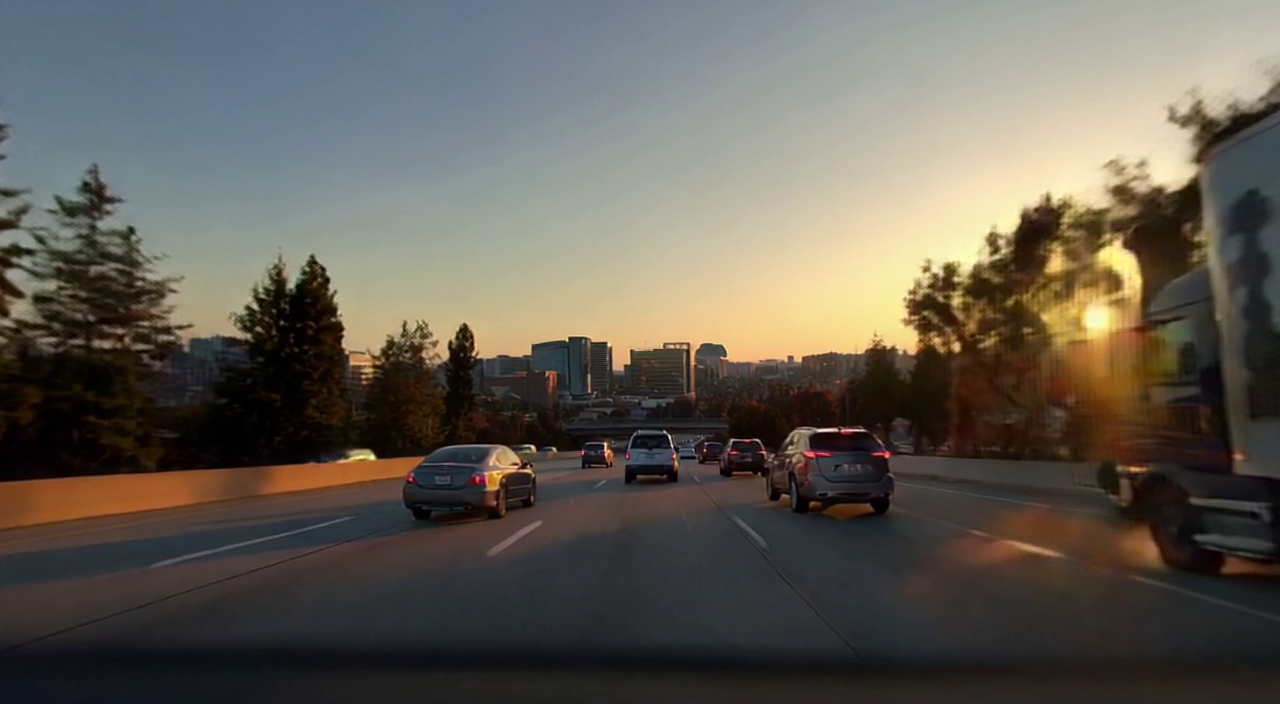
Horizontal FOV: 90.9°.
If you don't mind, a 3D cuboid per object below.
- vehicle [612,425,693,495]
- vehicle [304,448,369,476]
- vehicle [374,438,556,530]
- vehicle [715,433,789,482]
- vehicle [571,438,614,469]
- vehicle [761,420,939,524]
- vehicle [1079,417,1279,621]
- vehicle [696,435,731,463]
[{"bbox_3d":[0.384,3.193,19.024,2.153,1.805,4.631,-1,-8,1],"label":"vehicle"},{"bbox_3d":[-20.209,7.311,42.177,1.950,1.718,4.492,-1,-8,2],"label":"vehicle"},{"bbox_3d":[-3.128,2.465,12.564,1.965,1.443,4.968,-1,-8,3],"label":"vehicle"},{"bbox_3d":[4.140,3.974,24.028,2.094,1.676,4.309,-1,-8,1],"label":"vehicle"},{"bbox_3d":[-2.687,5.880,36.697,1.951,1.694,4.188,-1,-8,3],"label":"vehicle"},{"bbox_3d":[3.932,2.338,12.811,2.156,1.701,4.494,-1,-8,1],"label":"vehicle"},{"bbox_3d":[5.691,1.190,4.440,2.053,1.473,4.383,-1,-8,1],"label":"vehicle"},{"bbox_3d":[5.002,6.680,43.420,2.039,1.832,3.989,-1,-8,2],"label":"vehicle"}]
